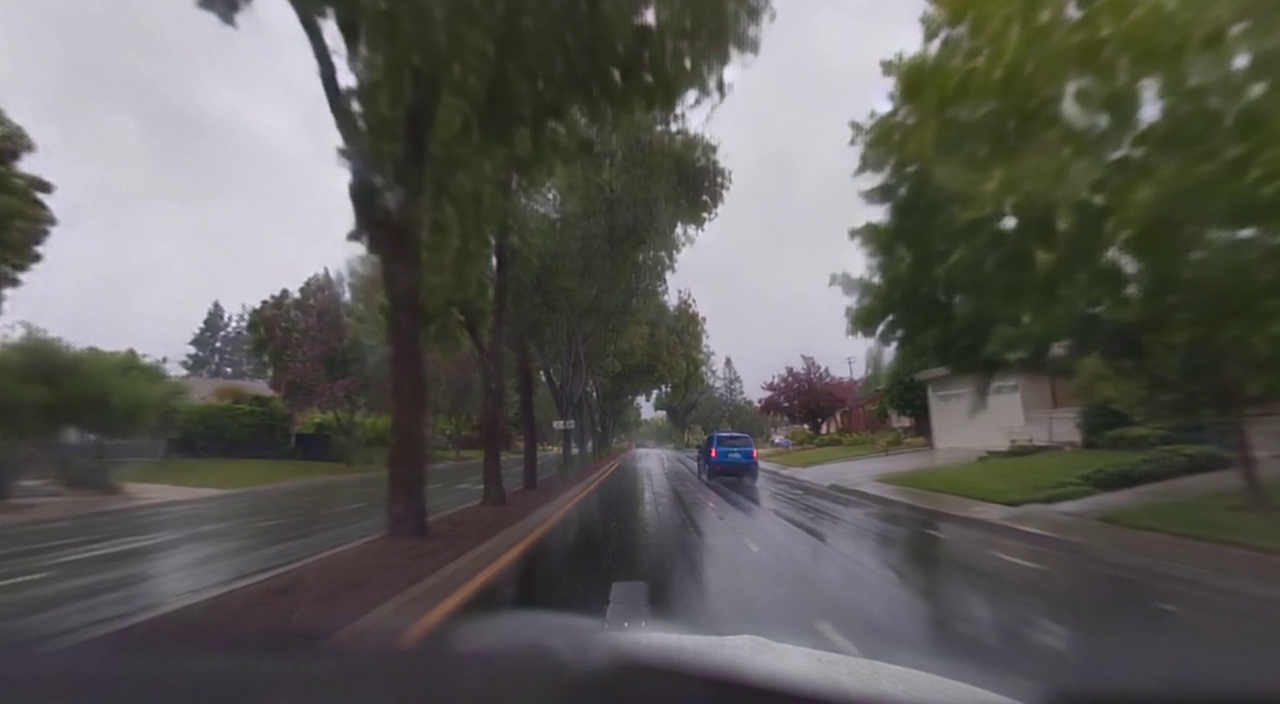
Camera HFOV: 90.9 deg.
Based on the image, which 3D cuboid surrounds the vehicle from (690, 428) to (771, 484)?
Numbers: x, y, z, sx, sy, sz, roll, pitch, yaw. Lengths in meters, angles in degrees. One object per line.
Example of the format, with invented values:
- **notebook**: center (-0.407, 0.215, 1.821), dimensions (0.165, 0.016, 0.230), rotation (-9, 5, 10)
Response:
- **vehicle**: center (3.064, 3.671, 22.471), dimensions (2.180, 1.773, 4.639), rotation (0, -8, 0)
